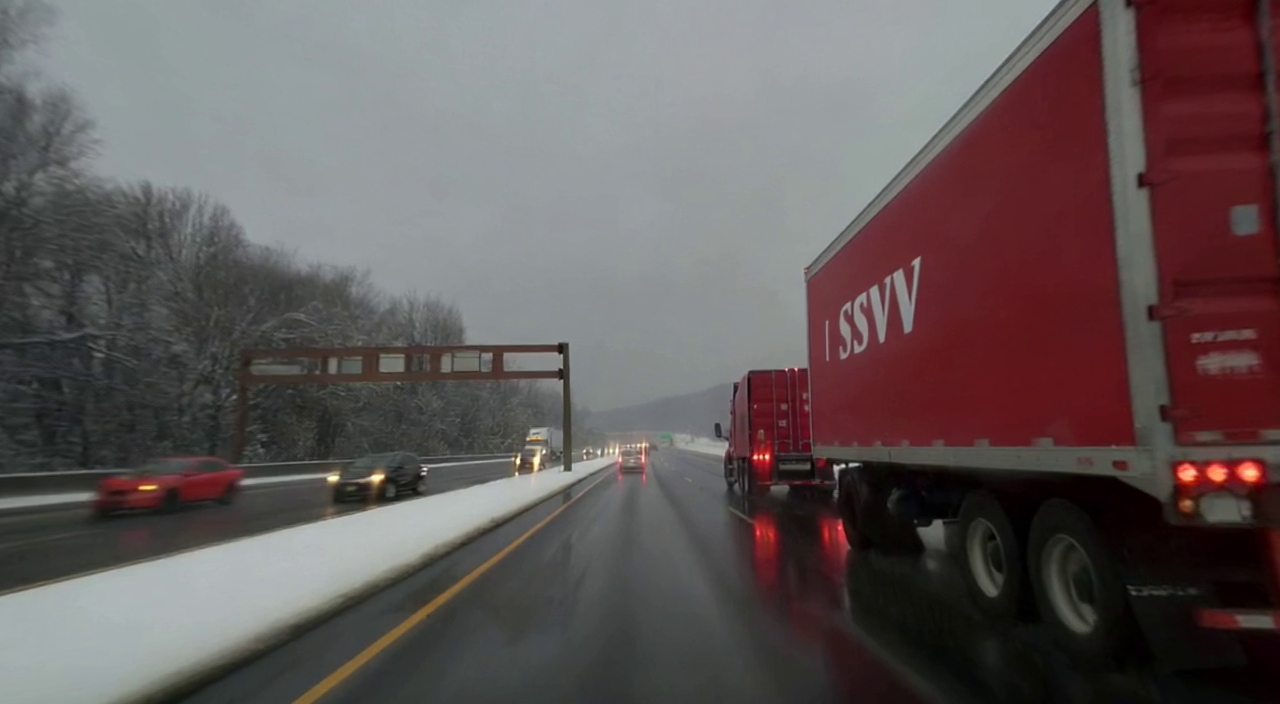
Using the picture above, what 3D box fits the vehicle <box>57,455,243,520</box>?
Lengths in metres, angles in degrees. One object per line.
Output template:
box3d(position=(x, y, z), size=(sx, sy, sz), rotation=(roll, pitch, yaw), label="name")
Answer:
box3d(position=(-13.027, 3.578, 17.045), size=(1.864, 1.507, 3.943), rotation=(-1, -9, 0), label="vehicle")

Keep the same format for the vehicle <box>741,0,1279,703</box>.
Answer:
box3d(position=(4.462, 0.714, 10.088), size=(3.317, 4.020, 14.141), rotation=(-1, -9, 0), label="vehicle")

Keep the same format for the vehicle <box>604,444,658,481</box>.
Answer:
box3d(position=(-0.382, 4.941, 28.267), size=(2.244, 1.506, 4.097), rotation=(-1, -9, 0), label="vehicle")

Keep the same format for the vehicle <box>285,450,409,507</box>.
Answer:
box3d(position=(-8.651, 3.730, 18.921), size=(1.839, 1.510, 3.949), rotation=(-1, -9, 0), label="vehicle")
